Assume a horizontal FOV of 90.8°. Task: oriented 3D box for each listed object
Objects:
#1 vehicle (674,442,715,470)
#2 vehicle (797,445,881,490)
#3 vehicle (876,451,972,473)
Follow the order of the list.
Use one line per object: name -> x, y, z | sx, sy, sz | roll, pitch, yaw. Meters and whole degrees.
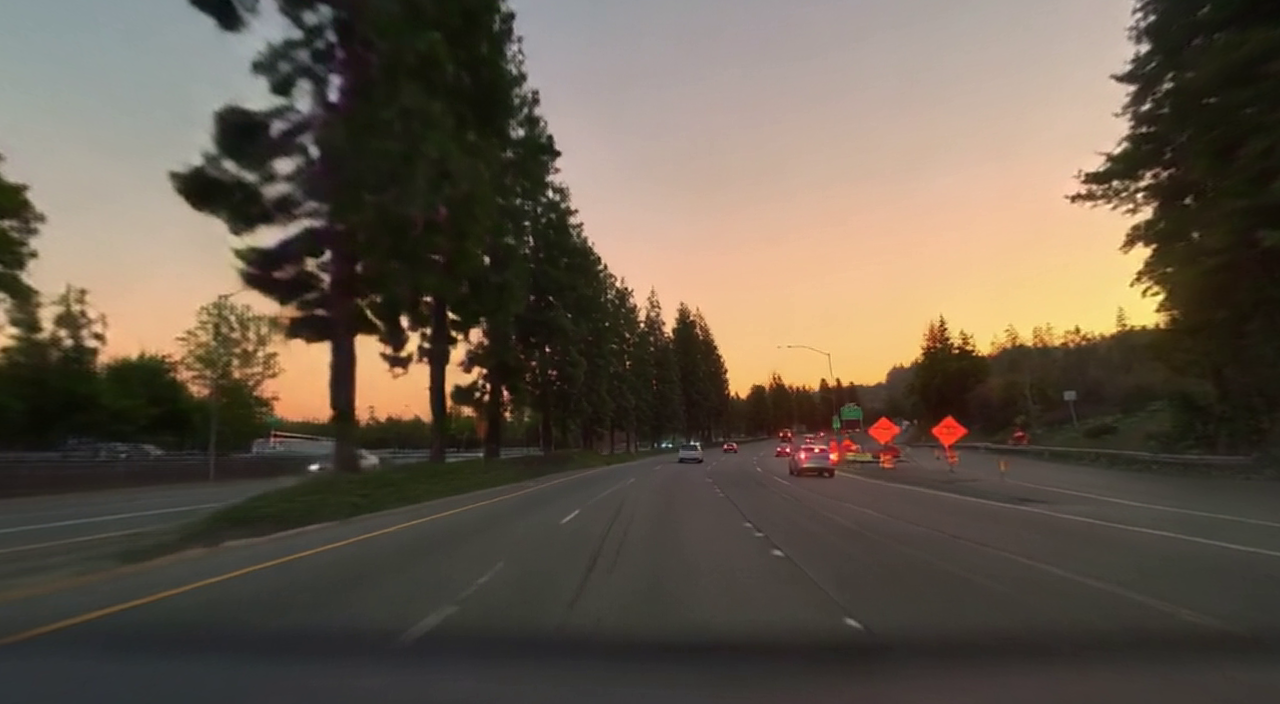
vehicle -> 3.470, 6.513, 39.714 | 2.201, 1.676, 4.541 | -2, -9, 9
vehicle -> 7.251, 4.218, 23.442 | 2.044, 1.474, 4.083 | -1, -9, 4
vehicle -> 14.086, 5.496, 31.780 | 3.503, 1.020, 4.269 | -2, -9, 11
